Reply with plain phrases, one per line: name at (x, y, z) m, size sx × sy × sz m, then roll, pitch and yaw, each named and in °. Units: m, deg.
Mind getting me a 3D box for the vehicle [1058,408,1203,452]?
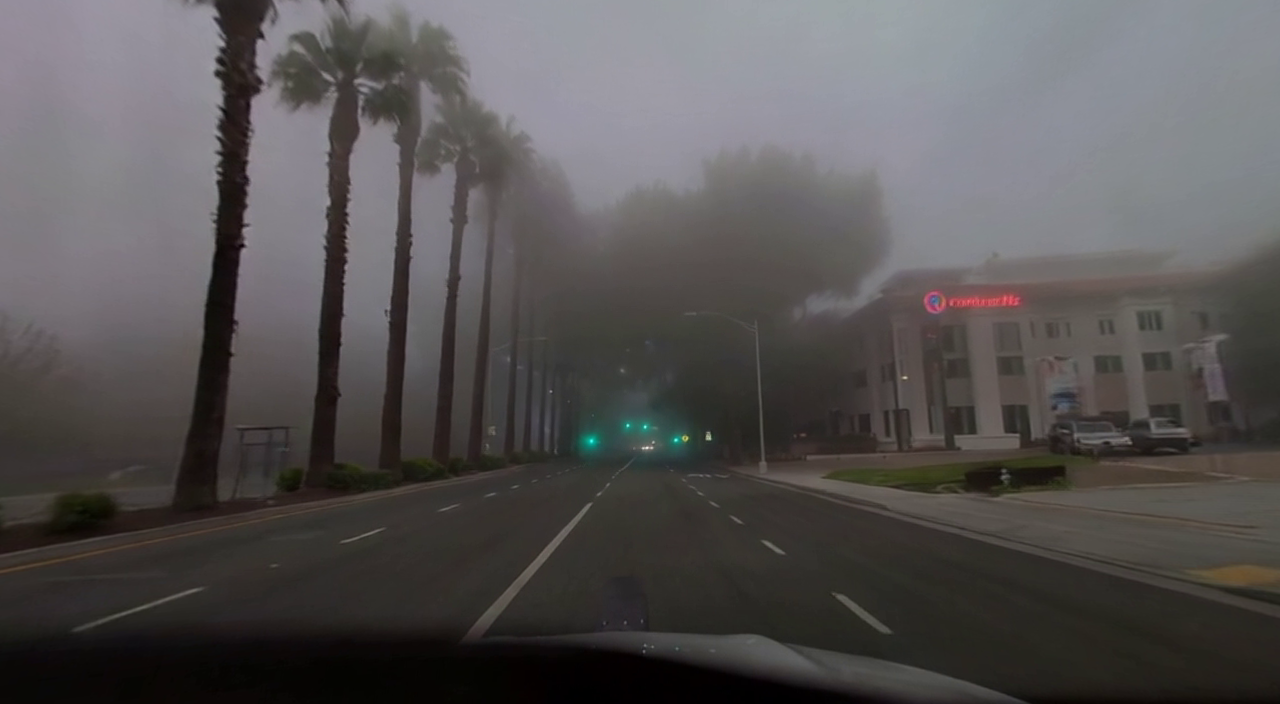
vehicle at (22.431, 3.675, 29.167) m, size 2.222 × 1.818 × 5.099 m, roll 1°, pitch -9°, yaw -7°
